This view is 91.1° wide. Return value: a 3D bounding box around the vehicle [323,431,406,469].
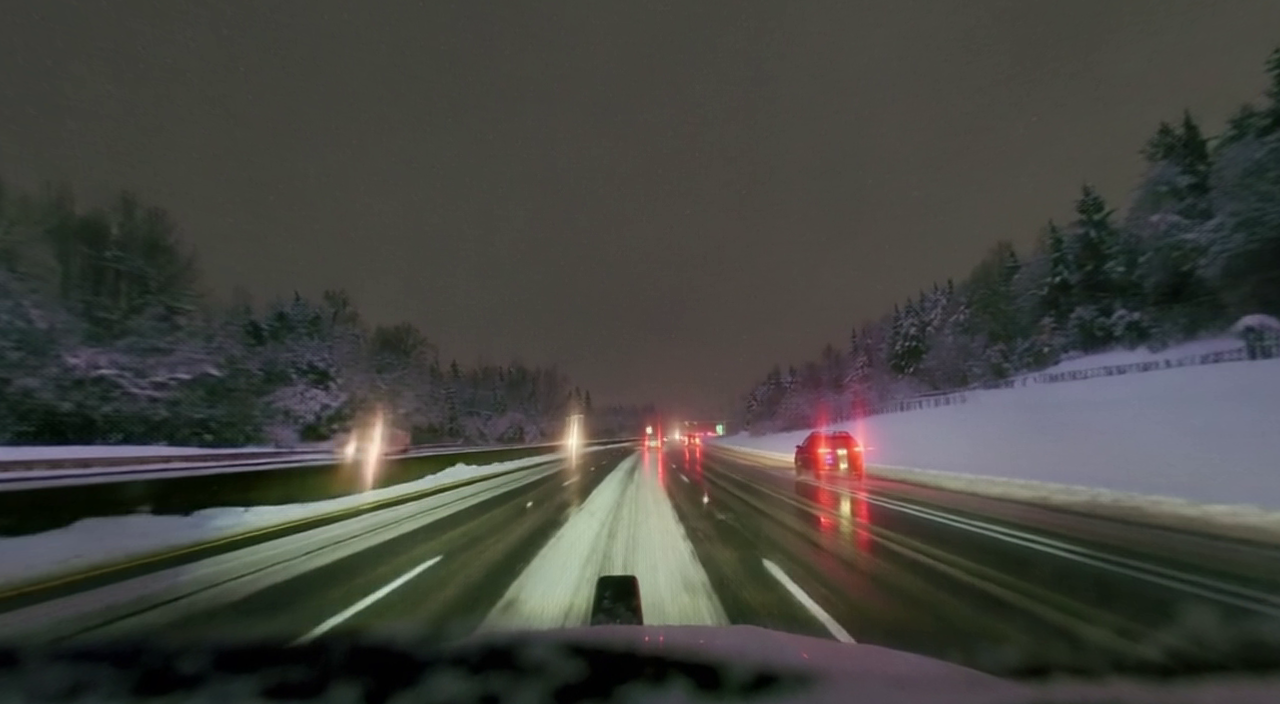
[{"bbox_3d":[-14.456,5.154,33.357,2.211,1.875,4.704,0,-8,1],"label":"vehicle"}]
